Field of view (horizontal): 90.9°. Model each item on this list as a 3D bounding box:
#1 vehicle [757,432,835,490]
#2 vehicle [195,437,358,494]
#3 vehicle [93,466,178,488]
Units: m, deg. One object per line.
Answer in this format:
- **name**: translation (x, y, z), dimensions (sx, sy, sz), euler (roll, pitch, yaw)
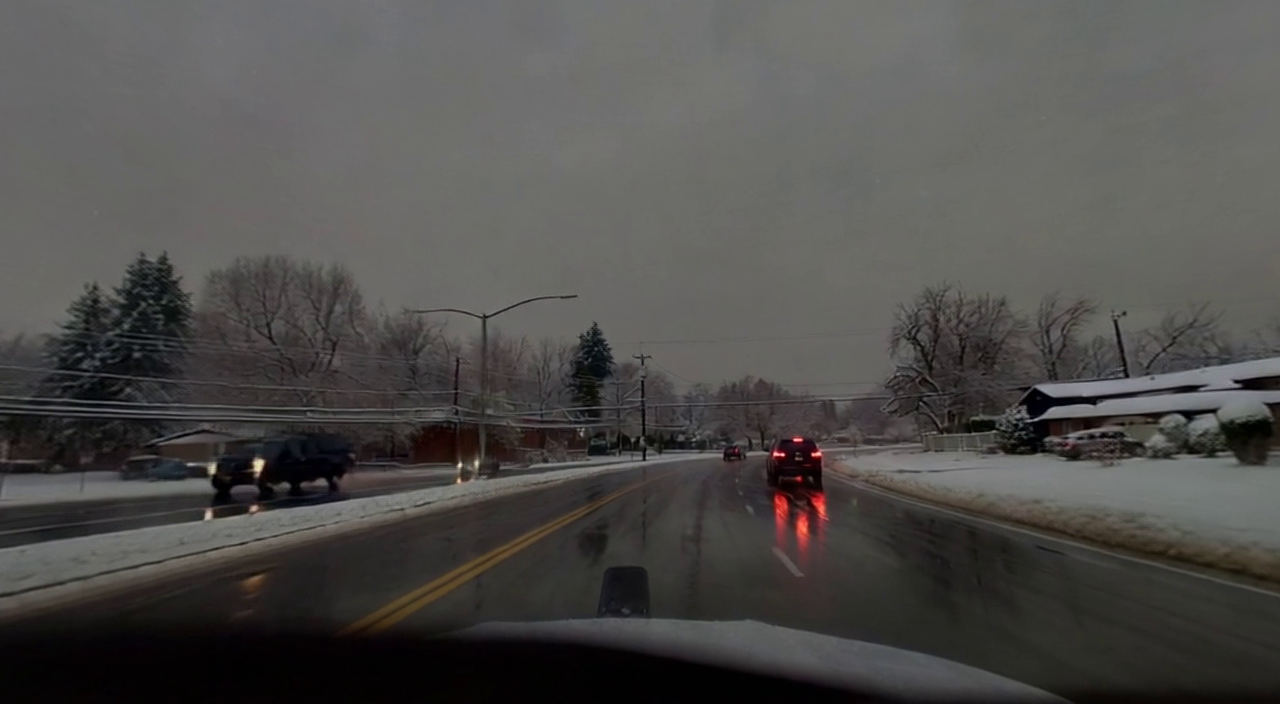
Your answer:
- **vehicle**: translation (5.513, 3.899, 22.889), dimensions (2.141, 1.833, 4.704), euler (-1, -8, 7)
- **vehicle**: translation (-14.393, 4.499, 25.627), dimensions (2.555, 2.009, 6.050), euler (-1, -8, 6)
- **vehicle**: translation (-38.138, 9.425, 47.764), dimensions (1.718, 1.432, 4.577), euler (-5, -10, 28)
